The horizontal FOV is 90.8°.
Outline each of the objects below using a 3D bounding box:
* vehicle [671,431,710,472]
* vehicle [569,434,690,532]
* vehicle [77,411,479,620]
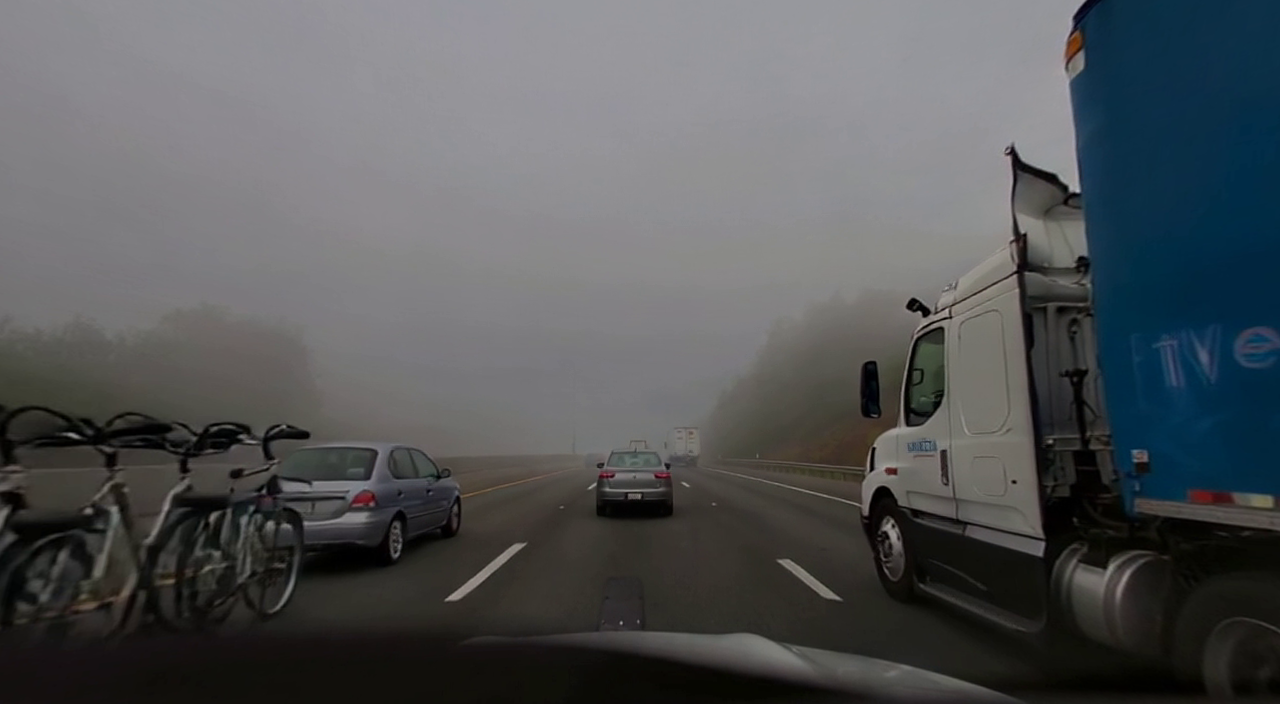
[{"bbox_3d":[3.425,6.892,43.770,2.234,2.679,5.372,0,-9,-1],"label":"vehicle"},{"bbox_3d":[-0.186,2.421,12.095,1.973,1.574,3.426,0,-9,-1],"label":"vehicle"},{"bbox_3d":[-3.514,1.681,7.453,1.985,1.671,4.604,0,-9,0],"label":"vehicle"}]
